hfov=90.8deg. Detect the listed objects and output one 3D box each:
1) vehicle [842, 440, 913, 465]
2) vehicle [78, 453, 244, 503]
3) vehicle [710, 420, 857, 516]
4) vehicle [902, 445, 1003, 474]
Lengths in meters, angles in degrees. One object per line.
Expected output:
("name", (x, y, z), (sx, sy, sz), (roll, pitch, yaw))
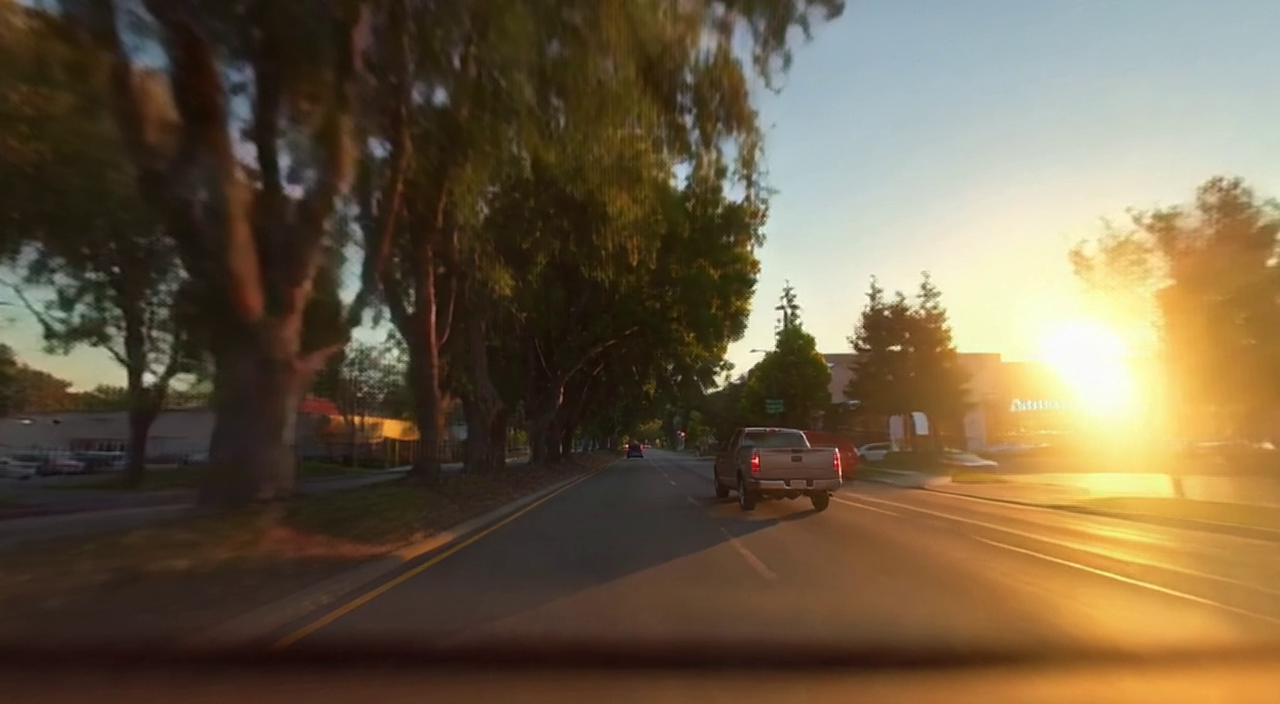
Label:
("vehicle", (17.528, 7.367, 46.651), (4.747, 1.761, 2.043), (-3, -9, 22))
("vehicle", (-19.062, 4.989, 25.264), (5.074, 1.804, 2.283), (-1, -8, 10))
("vehicle", (3.070, 2.620, 14.871), (2.138, 1.836, 5.245), (0, -8, -1))
("vehicle", (16.932, 5.809, 34.432), (4.721, 1.462, 2.028), (-4, -9, 25))
